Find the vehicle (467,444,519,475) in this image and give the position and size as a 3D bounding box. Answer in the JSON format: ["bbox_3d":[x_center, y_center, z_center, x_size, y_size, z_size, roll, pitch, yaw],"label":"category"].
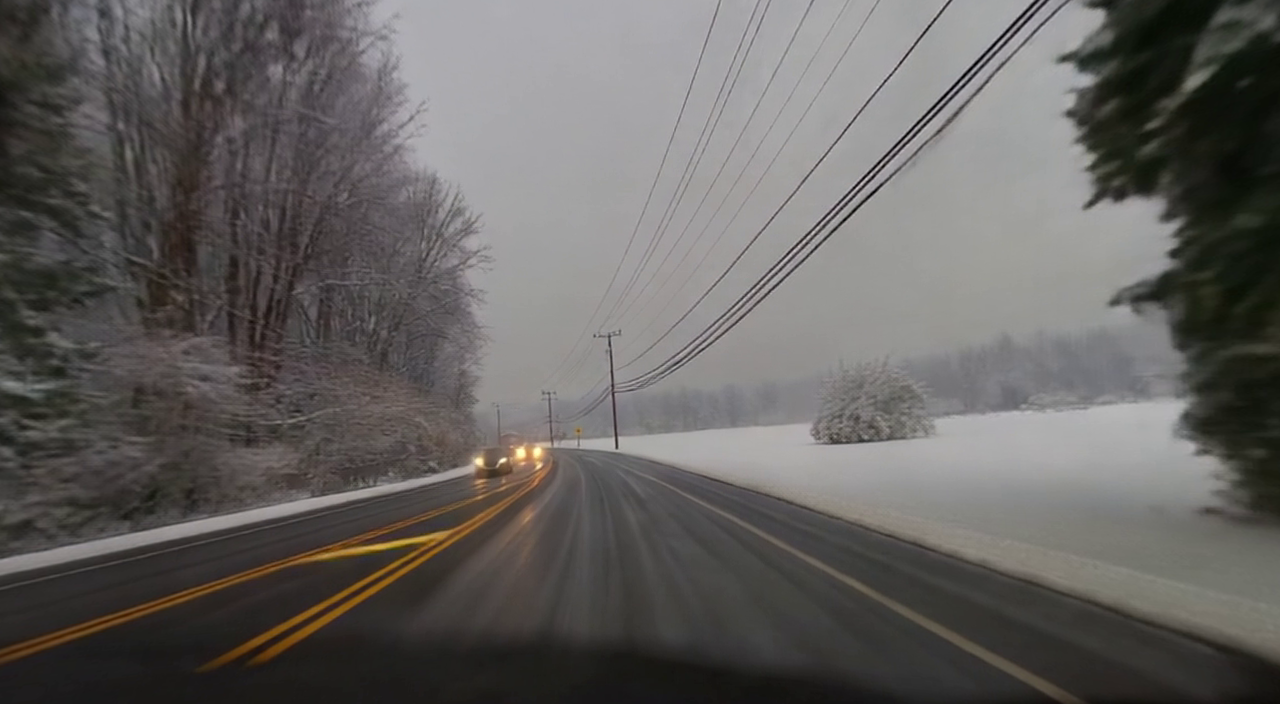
[{"bbox_3d":[-8.233,6.037,35.766,2.099,1.640,4.555,0,-8,-3],"label":"vehicle"}]
